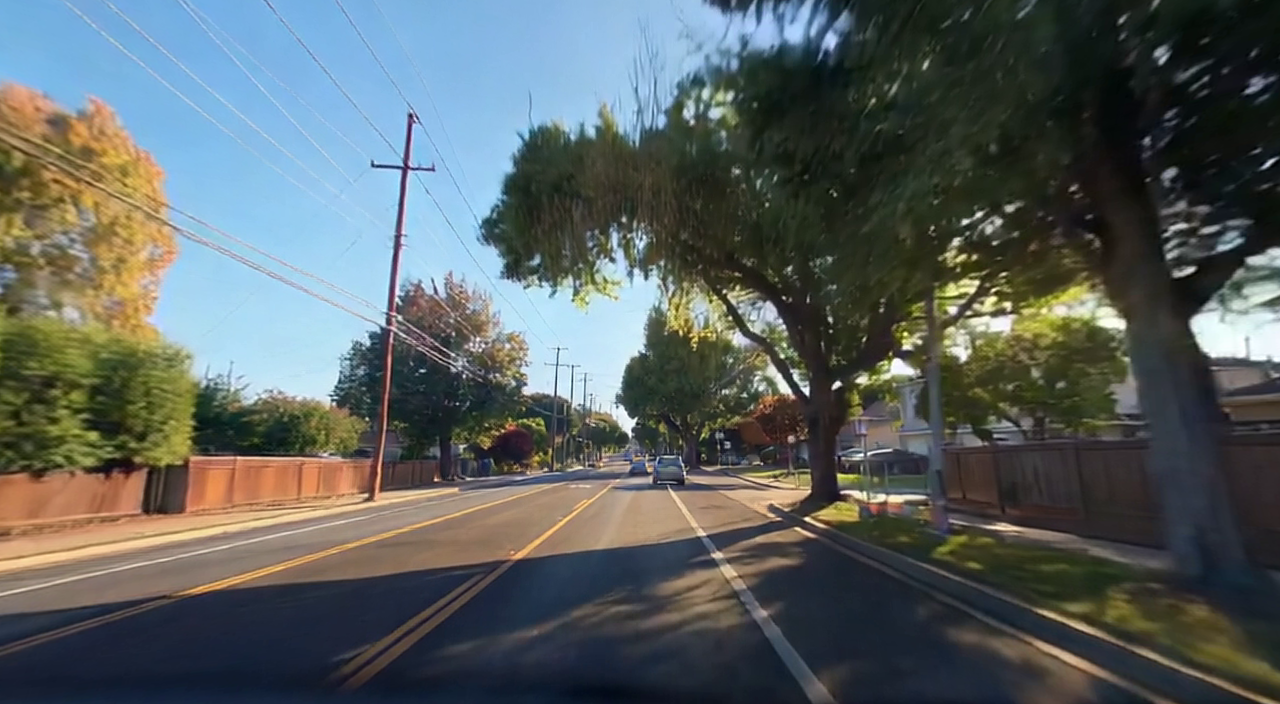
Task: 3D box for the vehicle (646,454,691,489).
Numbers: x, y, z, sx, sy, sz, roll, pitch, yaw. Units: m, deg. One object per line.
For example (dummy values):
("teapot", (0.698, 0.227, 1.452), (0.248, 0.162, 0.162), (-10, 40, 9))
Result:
("vehicle", (1.296, 5.661, 30.196), (1.975, 1.497, 3.647), (0, -9, 1))
